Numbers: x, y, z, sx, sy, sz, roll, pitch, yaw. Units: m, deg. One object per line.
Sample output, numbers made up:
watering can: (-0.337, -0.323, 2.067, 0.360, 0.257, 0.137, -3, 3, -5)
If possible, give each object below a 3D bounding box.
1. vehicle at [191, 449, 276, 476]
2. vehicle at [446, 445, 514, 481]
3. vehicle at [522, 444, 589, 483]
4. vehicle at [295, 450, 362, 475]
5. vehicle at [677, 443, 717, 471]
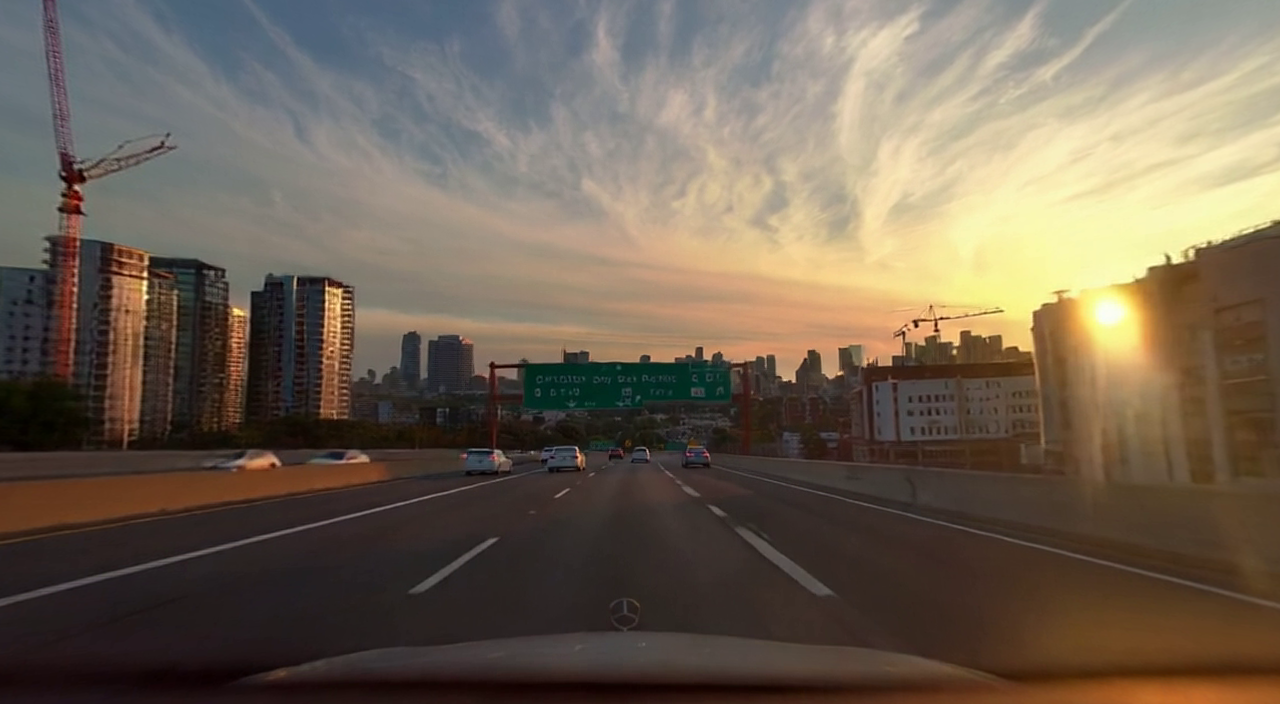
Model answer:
vehicle: (-24.310, 6.604, 38.030, 1.959, 1.516, 4.704, 0, -9, 1)
vehicle: (-7.267, 5.050, 29.061, 1.951, 1.528, 4.209, 0, -8, 1)
vehicle: (-3.492, 4.685, 26.918, 2.136, 1.512, 4.488, 0, -8, 1)
vehicle: (-19.883, 7.024, 40.523, 1.844, 1.454, 4.593, -1, -8, 2)
vehicle: (3.346, 6.232, 37.730, 1.978, 1.602, 4.092, 0, -8, 0)
